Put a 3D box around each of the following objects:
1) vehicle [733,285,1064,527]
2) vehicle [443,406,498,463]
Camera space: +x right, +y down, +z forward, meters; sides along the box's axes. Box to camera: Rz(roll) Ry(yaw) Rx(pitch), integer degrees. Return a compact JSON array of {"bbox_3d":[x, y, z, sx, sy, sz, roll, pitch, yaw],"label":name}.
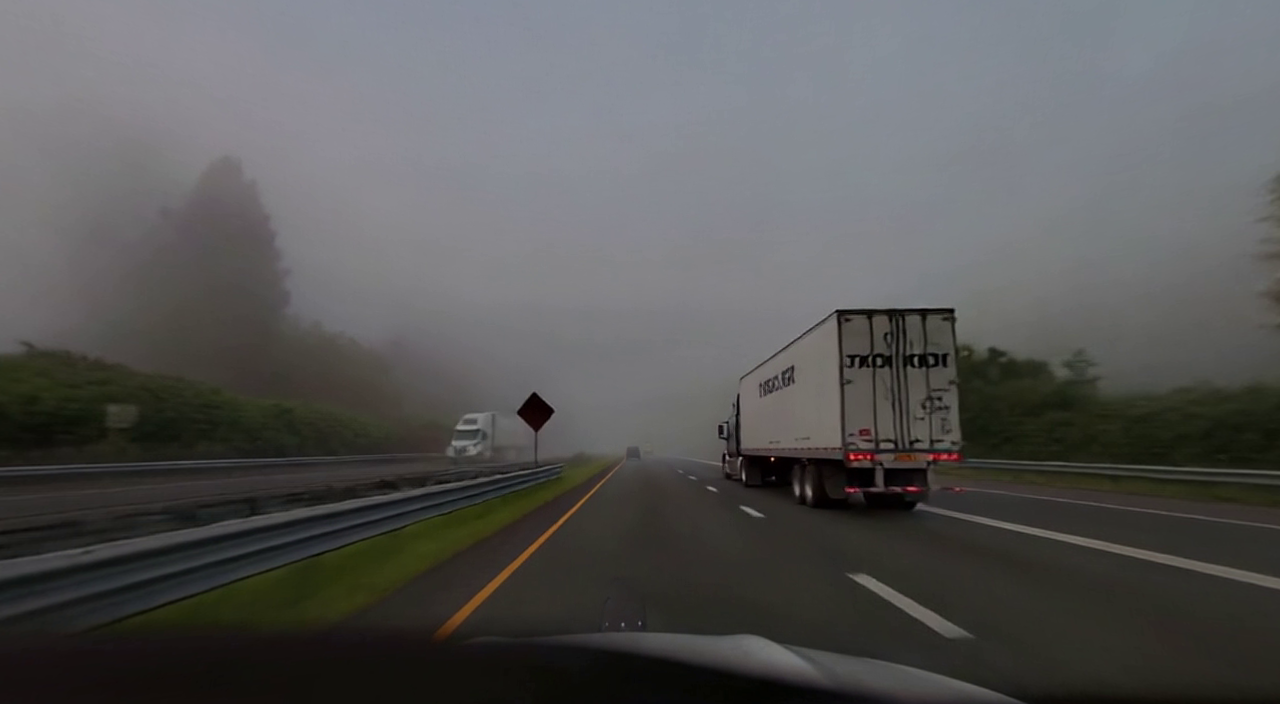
[{"bbox_3d":[5.300,1.947,17.673,2.983,4.030,14.444,0,-9,-1],"label":"vehicle"},{"bbox_3d":[-12.802,6.275,47.847,3.266,4.192,2.746,0,-9,-1],"label":"vehicle"}]
